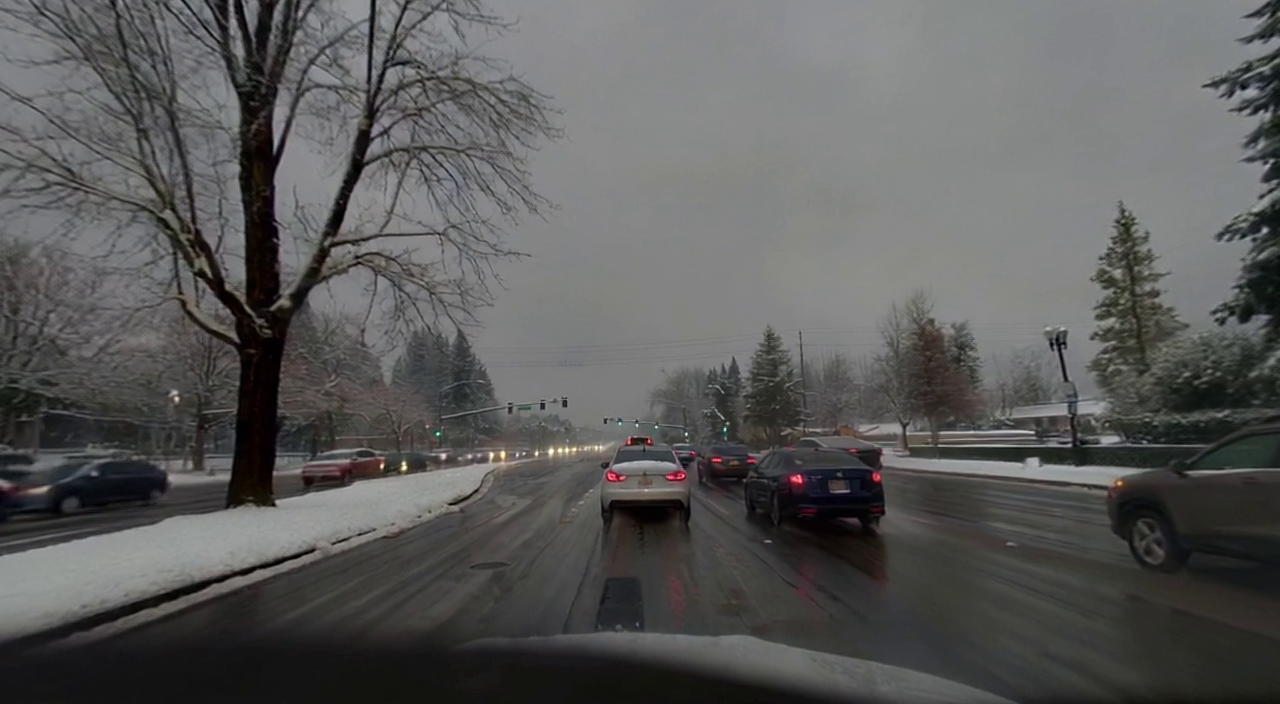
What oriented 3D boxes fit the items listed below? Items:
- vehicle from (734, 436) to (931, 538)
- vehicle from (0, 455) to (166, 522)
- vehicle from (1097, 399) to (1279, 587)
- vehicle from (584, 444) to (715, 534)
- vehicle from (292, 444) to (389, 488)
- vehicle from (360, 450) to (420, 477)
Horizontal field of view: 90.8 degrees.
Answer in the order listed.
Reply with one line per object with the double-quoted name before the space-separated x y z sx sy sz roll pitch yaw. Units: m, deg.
"vehicle" 3.151 2.317 11.640 1.970 1.445 4.974 0 -8 -1
"vehicle" -15.340 3.580 17.078 1.776 1.480 4.236 0 -8 -1
"vehicle" 6.937 1.317 5.908 1.987 1.730 4.373 0 -8 -1
"vehicle" 0.092 2.386 11.673 1.990 1.347 4.067 0 -8 -2
"vehicle" -12.361 4.693 26.425 1.963 1.649 4.290 0 -8 0
"vehicle" -14.895 6.645 37.955 2.018 1.469 4.916 1 -9 -5
